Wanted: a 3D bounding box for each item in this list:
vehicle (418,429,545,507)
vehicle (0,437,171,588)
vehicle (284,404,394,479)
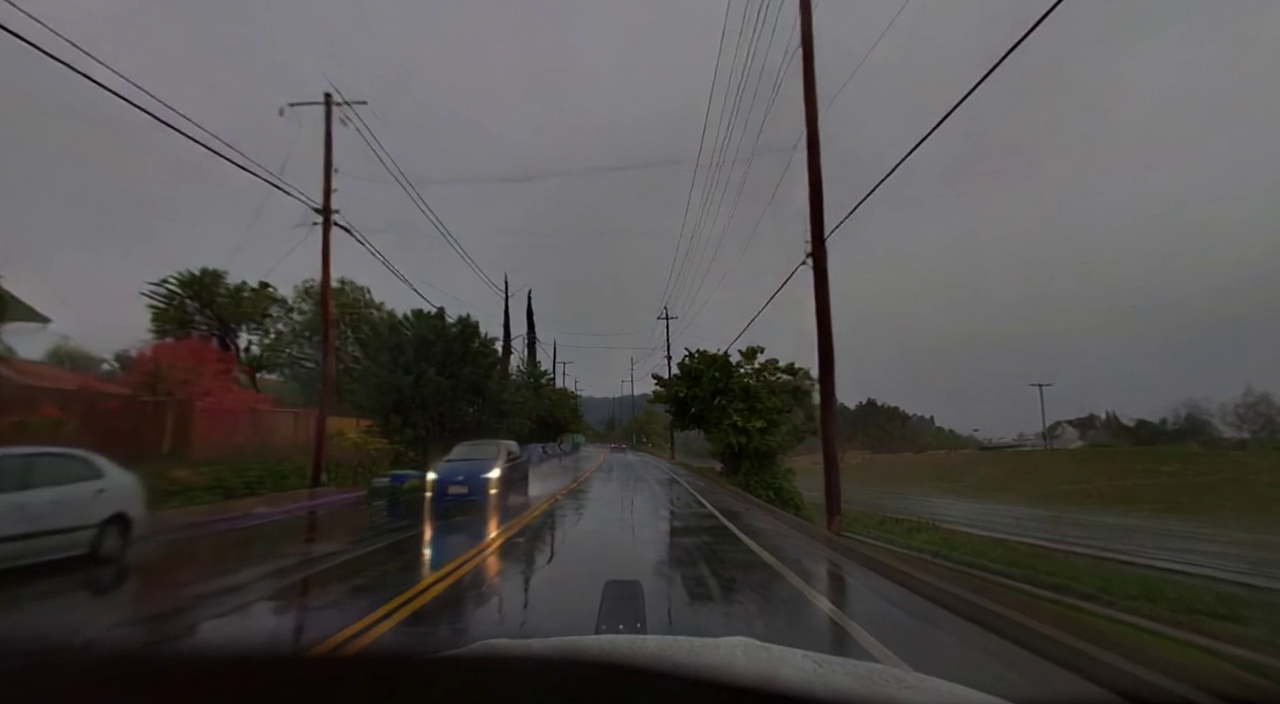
[{"bbox_3d":[-3.826,2.883,16.192,2.103,1.690,4.508,0,-8,0],"label":"vehicle"},{"bbox_3d":[-7.492,1.761,7.181,1.744,1.538,3.331,1,-9,-2],"label":"vehicle"},{"bbox_3d":[-11.919,3.649,25.612,2.451,2.641,5.869,1,-9,-10],"label":"vehicle"}]
